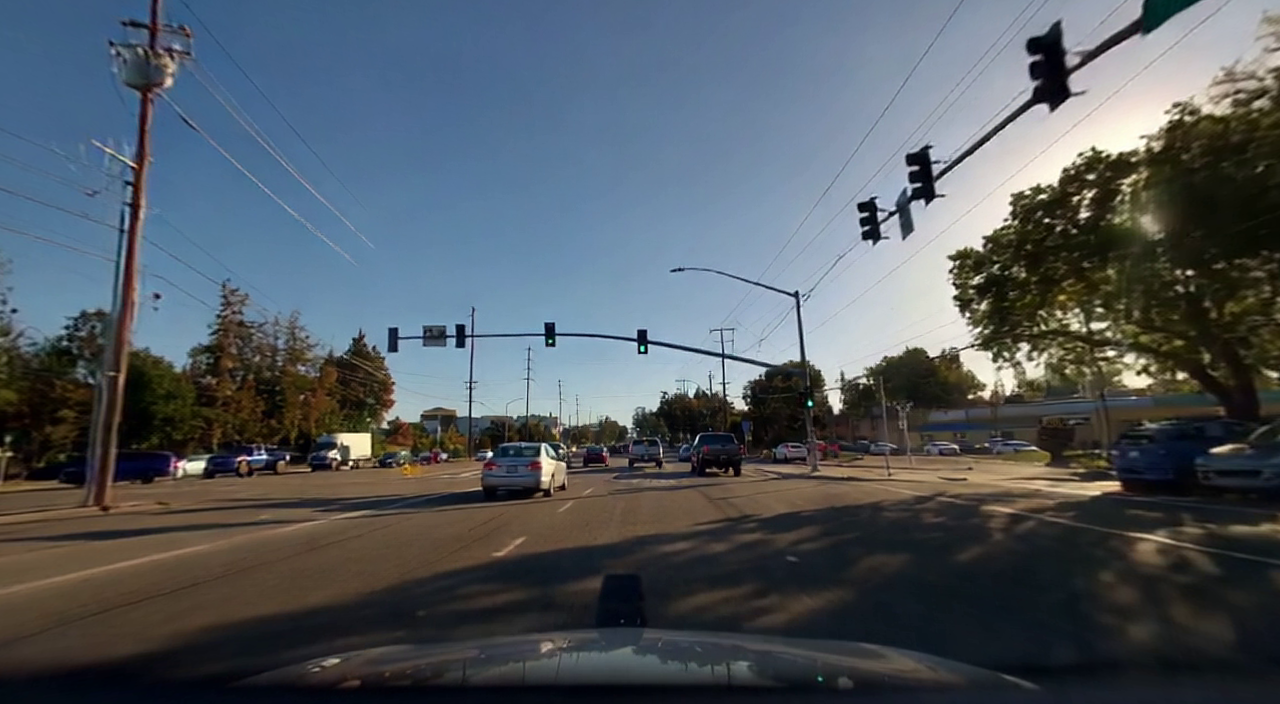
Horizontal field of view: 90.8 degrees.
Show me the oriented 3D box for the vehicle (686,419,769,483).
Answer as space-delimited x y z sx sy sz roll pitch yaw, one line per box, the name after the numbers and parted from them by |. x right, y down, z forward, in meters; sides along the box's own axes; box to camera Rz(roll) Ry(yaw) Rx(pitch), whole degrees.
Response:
3.908 4.646 29.871 2.905 2.636 6.895 0 -9 0 | vehicle

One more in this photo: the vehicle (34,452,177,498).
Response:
-24.435 5.618 29.208 2.224 1.759 4.994 -4 -9 0 | vehicle

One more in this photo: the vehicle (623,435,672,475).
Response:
0.507 6.021 37.091 2.643 2.145 5.585 -1 -9 2 | vehicle

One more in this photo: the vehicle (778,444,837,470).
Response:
11.312 7.151 43.067 2.010 1.633 4.246 2 -9 -14 | vehicle

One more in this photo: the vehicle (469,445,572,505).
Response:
-3.256 3.442 18.191 1.939 1.494 4.499 -1 -9 2 | vehicle

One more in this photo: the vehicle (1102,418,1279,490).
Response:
15.469 2.738 16.979 4.681 1.756 2.109 2 -9 -9 | vehicle

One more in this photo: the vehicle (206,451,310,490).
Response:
-17.950 5.545 30.009 1.958 1.683 4.559 -1 -9 2 | vehicle

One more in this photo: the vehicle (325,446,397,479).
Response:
-17.364 6.863 39.676 2.000 1.894 5.301 -1 -9 1 | vehicle
